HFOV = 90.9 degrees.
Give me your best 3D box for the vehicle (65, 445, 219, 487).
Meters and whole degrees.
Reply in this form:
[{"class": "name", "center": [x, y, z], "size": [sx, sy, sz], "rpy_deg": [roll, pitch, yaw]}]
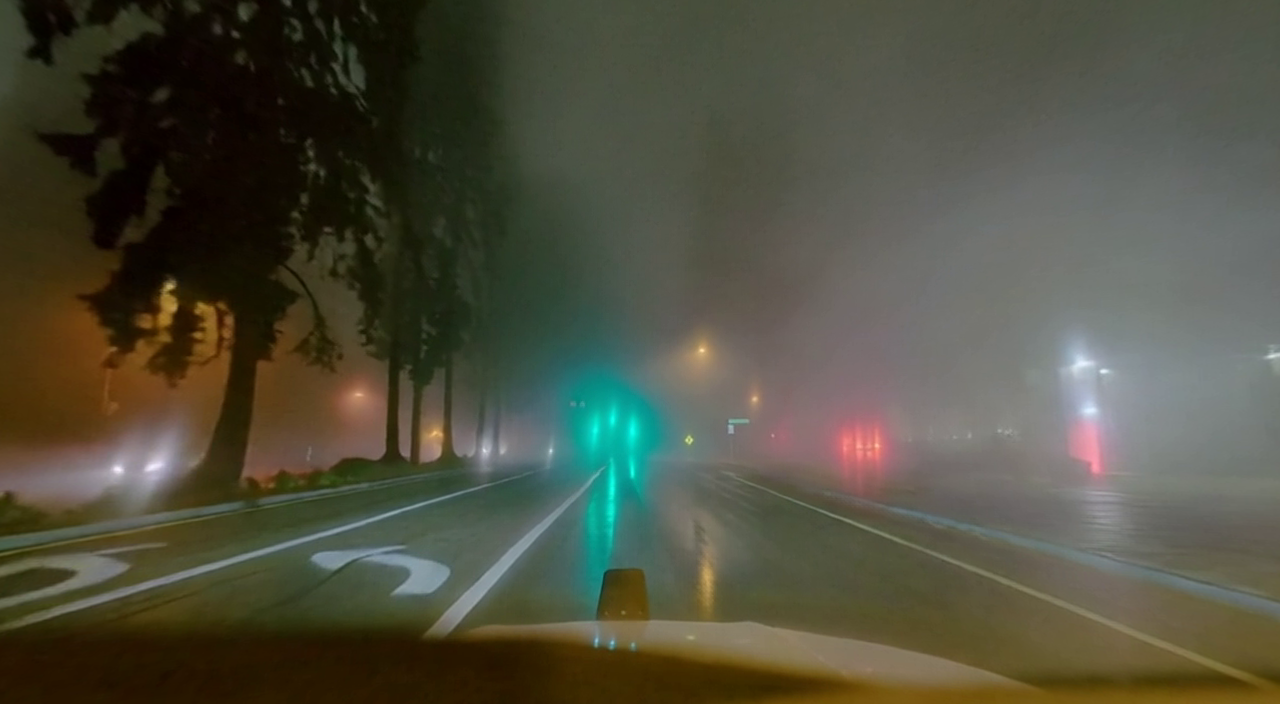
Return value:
[{"class": "vehicle", "center": [-19.799, 4.513, 25.422], "size": [2.042, 1.484, 4.950], "rpy_deg": [0, -8, 2]}]
